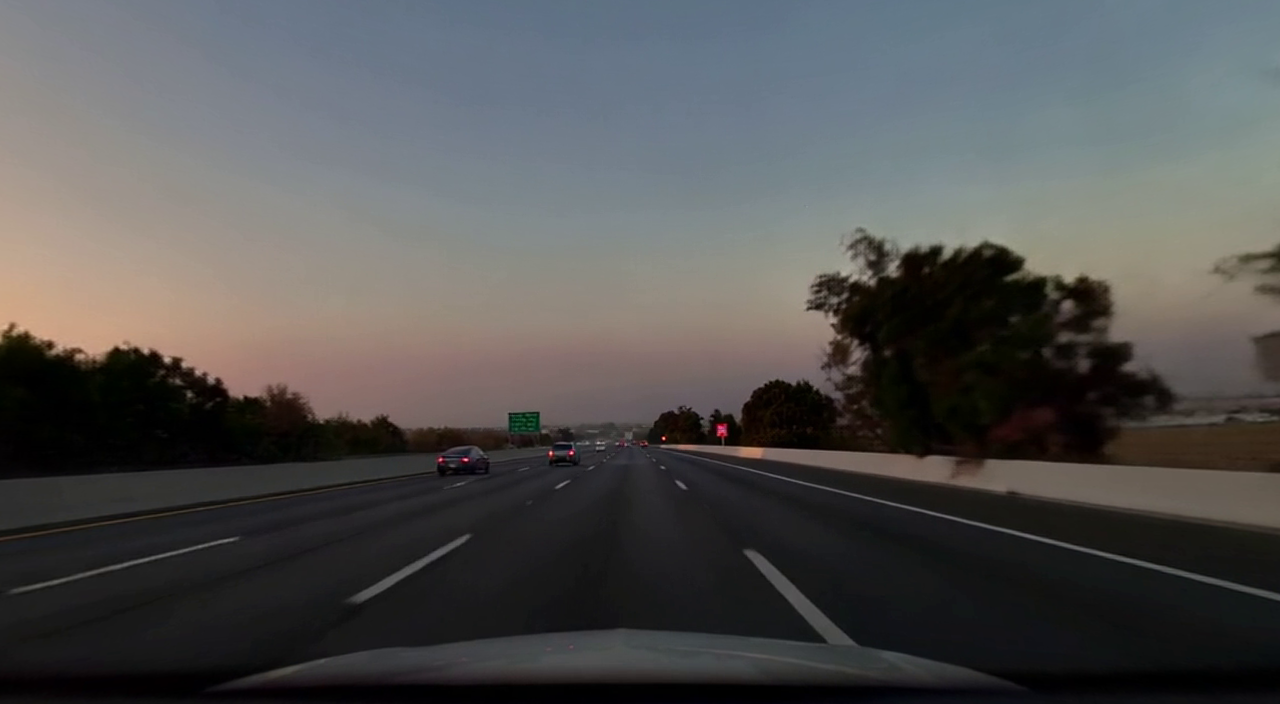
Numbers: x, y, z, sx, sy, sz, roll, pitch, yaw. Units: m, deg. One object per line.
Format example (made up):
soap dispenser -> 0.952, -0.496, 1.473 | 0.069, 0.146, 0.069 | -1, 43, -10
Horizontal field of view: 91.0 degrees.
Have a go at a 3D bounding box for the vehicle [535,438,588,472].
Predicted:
vehicle -> -4.122, 5.454, 33.791 | 2.200, 1.662, 5.091 | 0, -8, 0

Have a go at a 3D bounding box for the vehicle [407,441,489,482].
vehicle -> -7.900, 4.514, 26.383 | 1.924, 1.519, 4.791 | 0, -8, 0
